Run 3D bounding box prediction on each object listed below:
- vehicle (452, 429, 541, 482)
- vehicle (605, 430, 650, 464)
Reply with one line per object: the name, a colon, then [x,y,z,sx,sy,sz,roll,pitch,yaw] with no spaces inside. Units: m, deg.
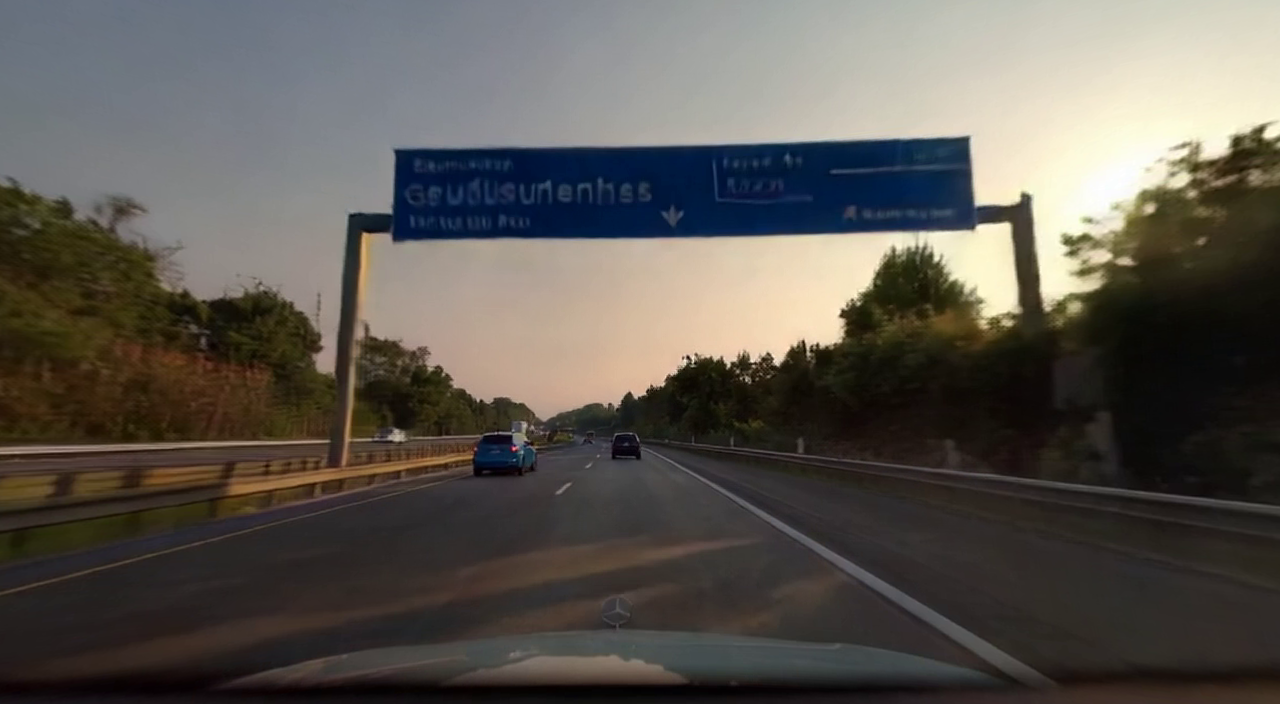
vehicle: [-4.545,3.316,20.584,1.975,1.518,4.242,0,-8,-1]
vehicle: [-0.655,4.908,32.795,2.162,1.616,4.242,0,-8,-1]
